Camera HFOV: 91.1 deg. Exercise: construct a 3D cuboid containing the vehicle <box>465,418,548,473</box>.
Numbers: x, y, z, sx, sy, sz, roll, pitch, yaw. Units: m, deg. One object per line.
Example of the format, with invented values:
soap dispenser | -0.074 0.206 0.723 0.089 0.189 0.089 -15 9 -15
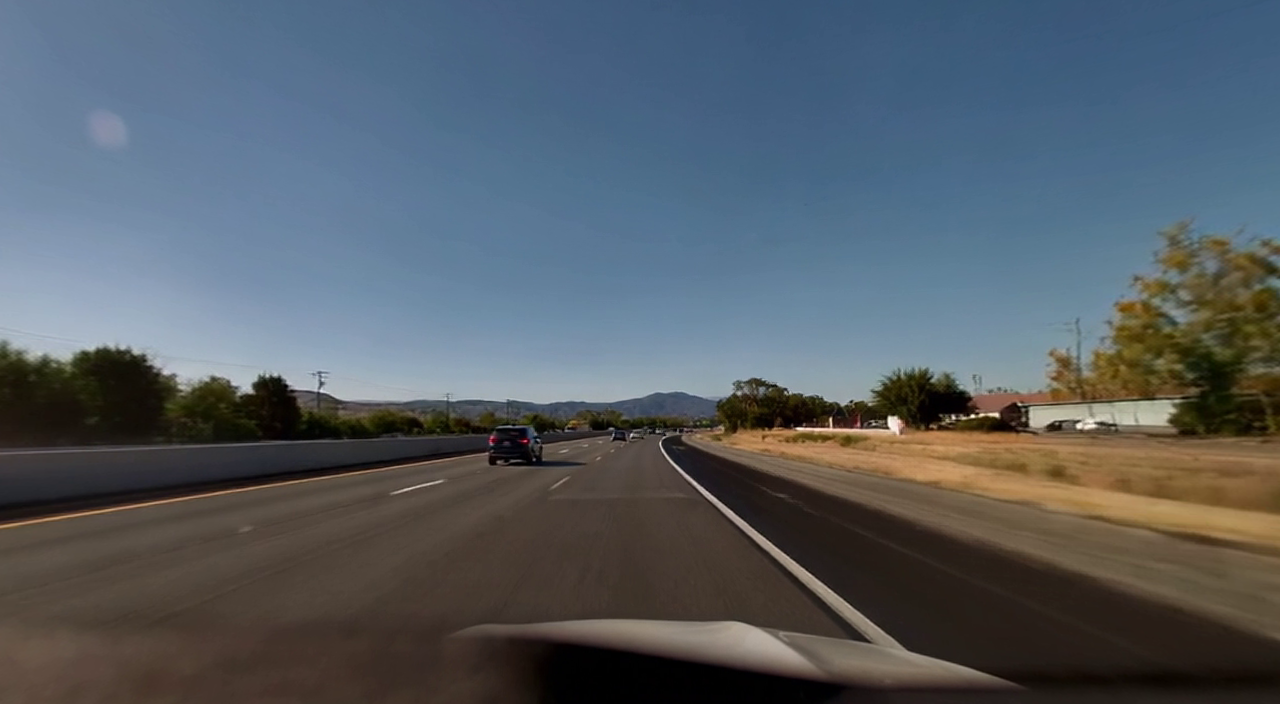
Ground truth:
vehicle | -4.547 3.262 22.131 1.980 1.721 4.419 0 -8 0
